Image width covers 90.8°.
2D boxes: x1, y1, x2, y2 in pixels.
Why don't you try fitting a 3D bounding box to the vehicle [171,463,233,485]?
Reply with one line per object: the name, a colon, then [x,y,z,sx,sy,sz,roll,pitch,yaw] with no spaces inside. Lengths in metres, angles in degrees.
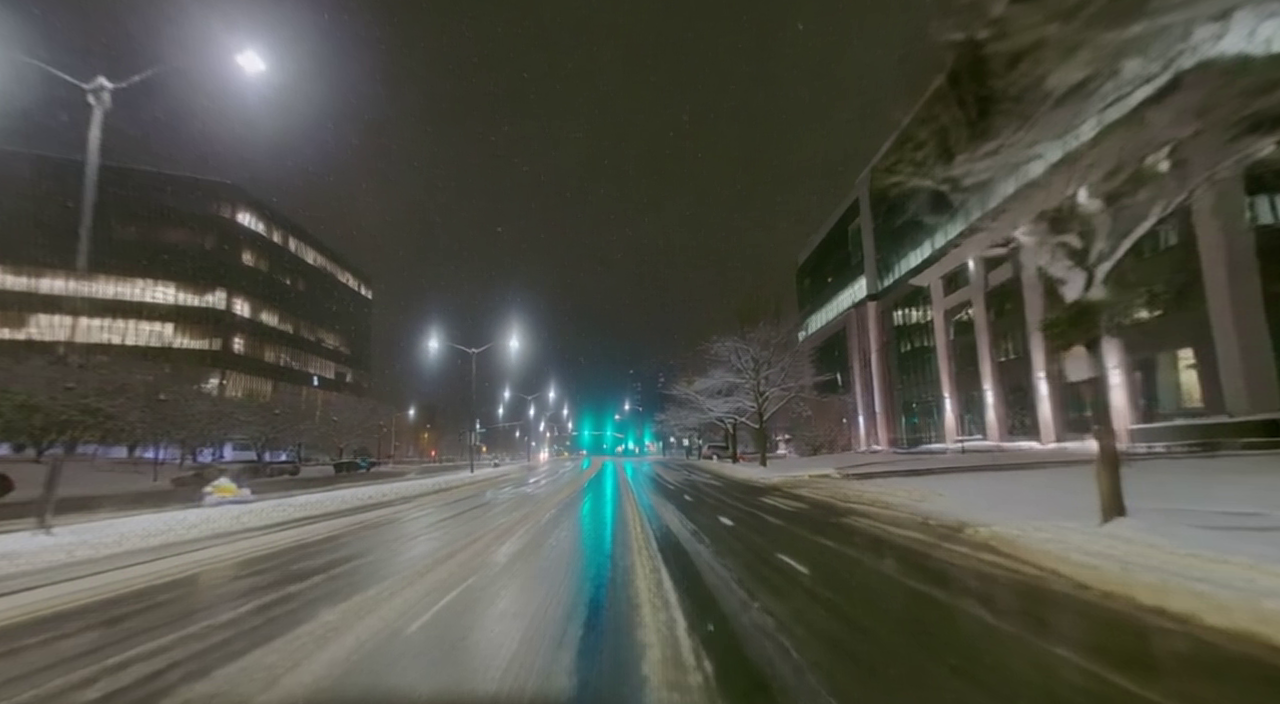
vehicle: [-34.079,9.509,49.310,1.868,1.467,4.423,0,-9,-4]
